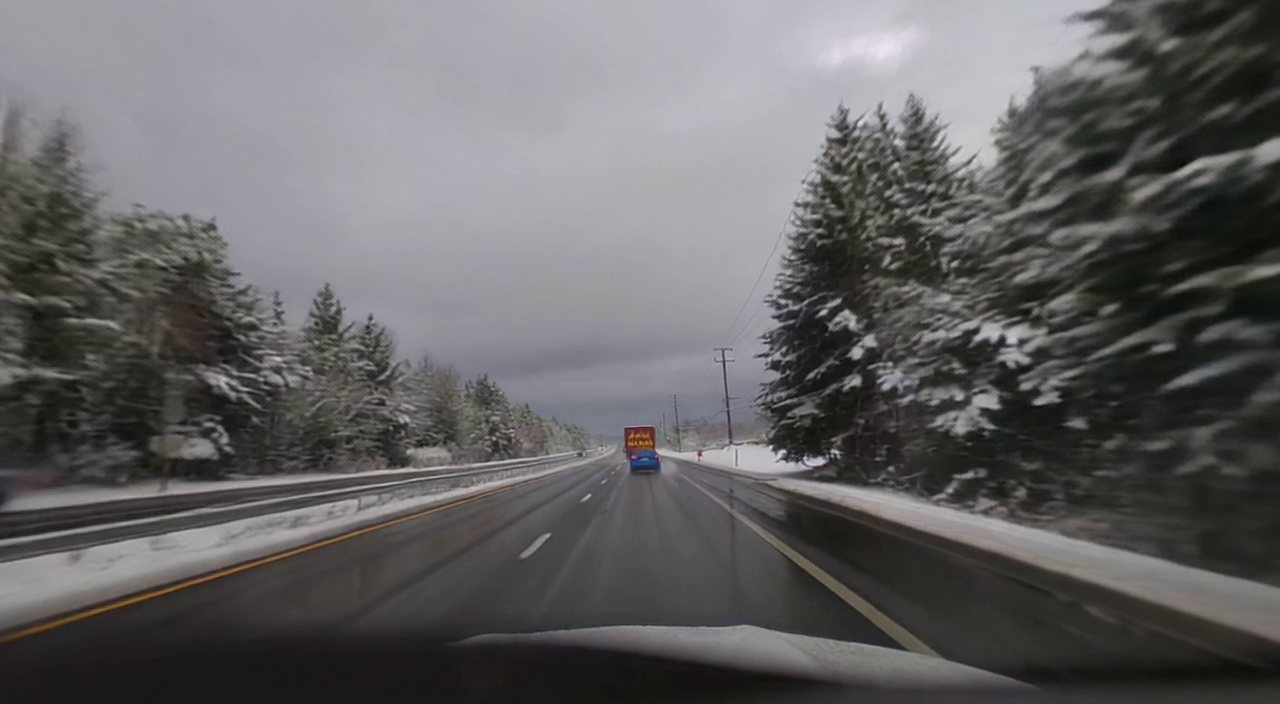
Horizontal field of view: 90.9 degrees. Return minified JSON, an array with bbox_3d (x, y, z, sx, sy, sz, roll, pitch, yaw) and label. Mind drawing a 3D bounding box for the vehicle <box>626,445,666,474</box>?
[{"bbox_3d":[0.292,5.834,34.452,2.080,1.486,3.813,0,-9,0],"label":"vehicle"}]
